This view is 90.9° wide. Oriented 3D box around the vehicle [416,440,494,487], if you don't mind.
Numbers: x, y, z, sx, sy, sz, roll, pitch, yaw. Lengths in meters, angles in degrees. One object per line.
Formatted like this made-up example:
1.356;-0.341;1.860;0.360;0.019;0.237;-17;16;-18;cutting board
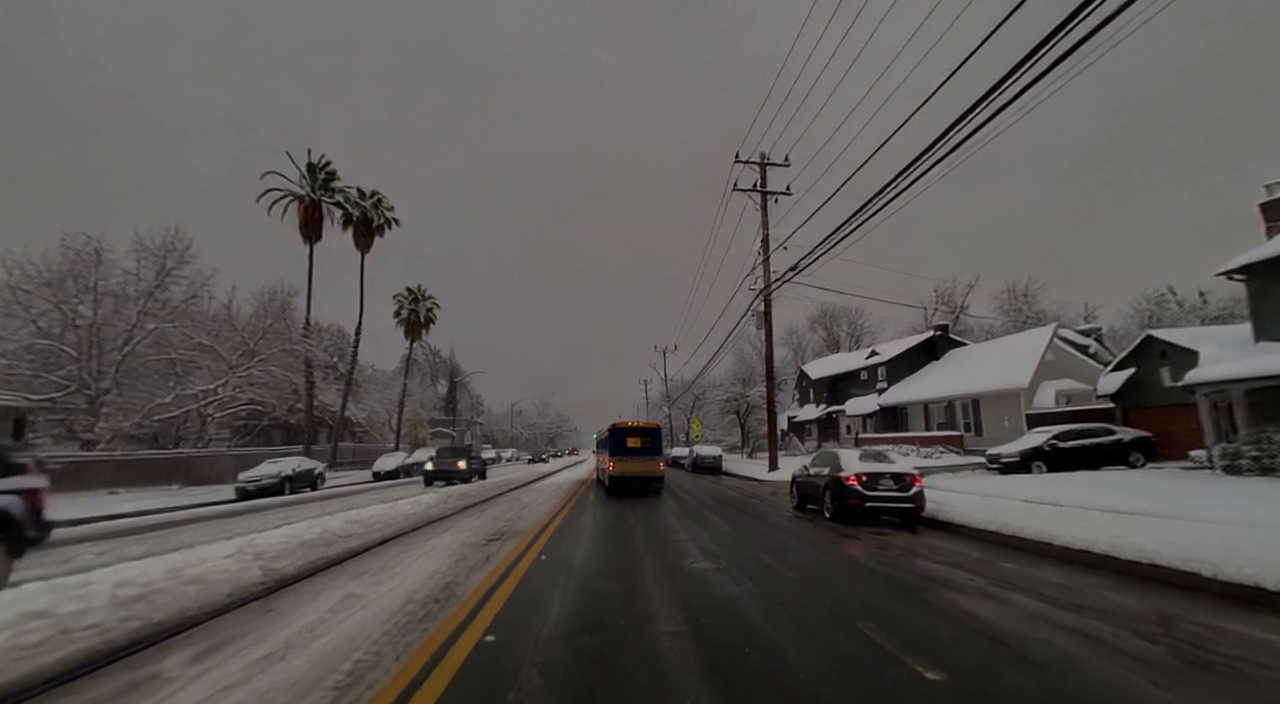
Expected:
-7.450;4.484;25.823;1.993;1.737;4.353;0;-8;-2;vehicle

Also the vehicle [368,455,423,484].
-14.053;6.755;36.412;1.841;1.356;3.938;-4;-8;-3;vehicle

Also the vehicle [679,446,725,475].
3.408;6.042;35.332;1.946;1.530;4.240;0;-8;-3;vehicle

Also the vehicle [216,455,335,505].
-13.371;4.695;23.497;2.004;1.441;4.572;-3;-8;-4;vehicle

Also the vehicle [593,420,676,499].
-0.292;3.162;18.900;2.168;2.040;4.527;1;-8;-4;vehicle

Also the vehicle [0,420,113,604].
-6.744;1.313;4.734;1.965;1.653;4.251;0;-8;-3;vehicle

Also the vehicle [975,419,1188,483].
13.379;3.023;19.380;4.749;1.699;2.311;-1;-8;-1;vehicle

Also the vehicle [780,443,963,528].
4.543;2.653;13.201;2.022;1.456;4.246;1;-8;-3;vehicle
